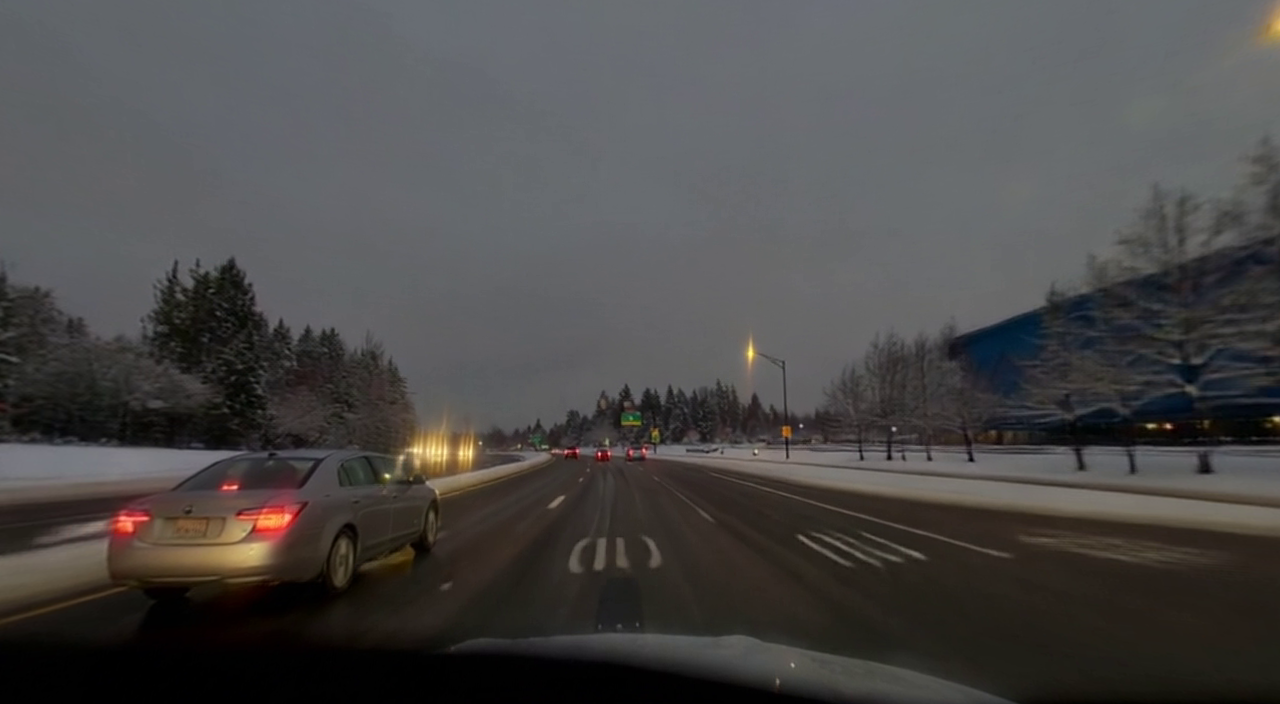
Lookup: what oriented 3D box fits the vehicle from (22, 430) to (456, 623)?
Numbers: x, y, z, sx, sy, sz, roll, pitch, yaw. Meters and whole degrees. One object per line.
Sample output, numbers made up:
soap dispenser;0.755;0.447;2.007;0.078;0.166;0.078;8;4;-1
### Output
vehicle;-3.746;1.673;7.123;2.018;1.476;4.364;0;-8;0
